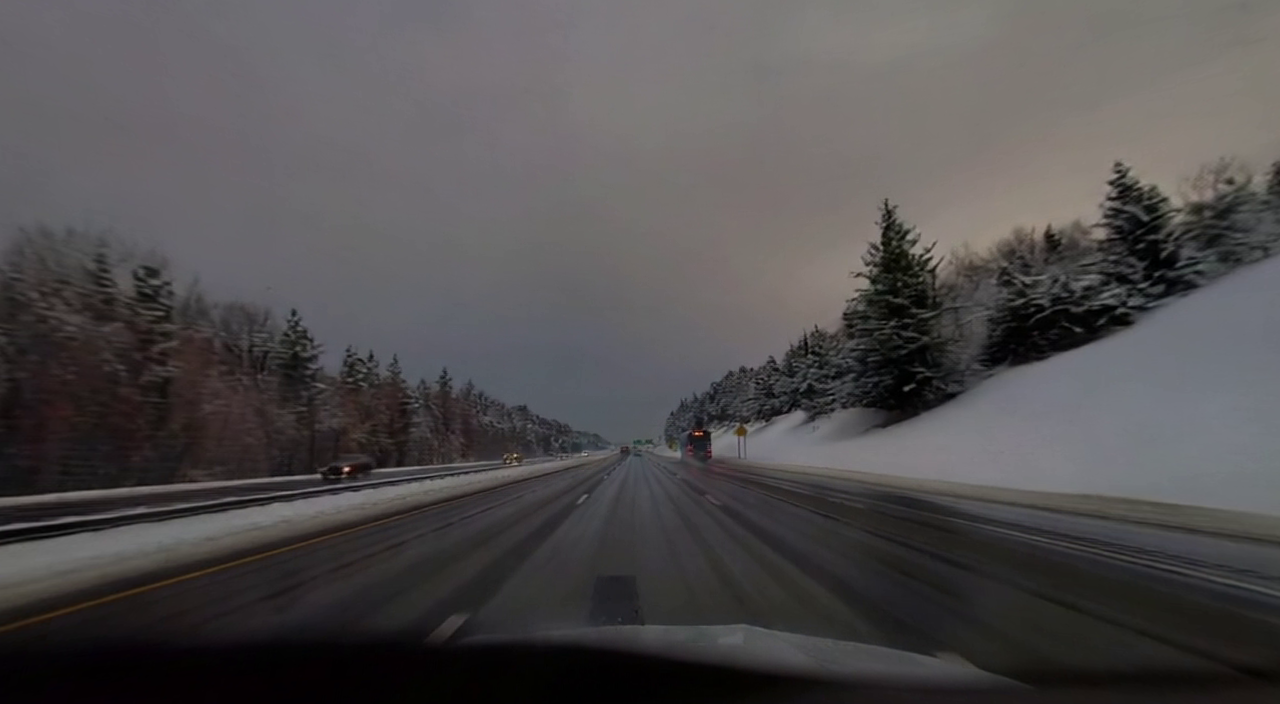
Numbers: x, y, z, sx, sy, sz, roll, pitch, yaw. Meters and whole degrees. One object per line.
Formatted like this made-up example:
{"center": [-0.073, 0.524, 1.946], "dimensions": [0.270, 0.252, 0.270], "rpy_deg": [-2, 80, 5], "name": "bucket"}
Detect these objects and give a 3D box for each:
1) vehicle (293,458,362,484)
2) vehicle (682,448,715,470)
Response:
{"center": [-19.874, 7.569, 40.355], "dimensions": [1.992, 1.434, 4.625], "rpy_deg": [0, -9, 1], "name": "vehicle"}
{"center": [4.216, 7.803, 46.150], "dimensions": [1.934, 1.498, 3.838], "rpy_deg": [0, -9, -2], "name": "vehicle"}
